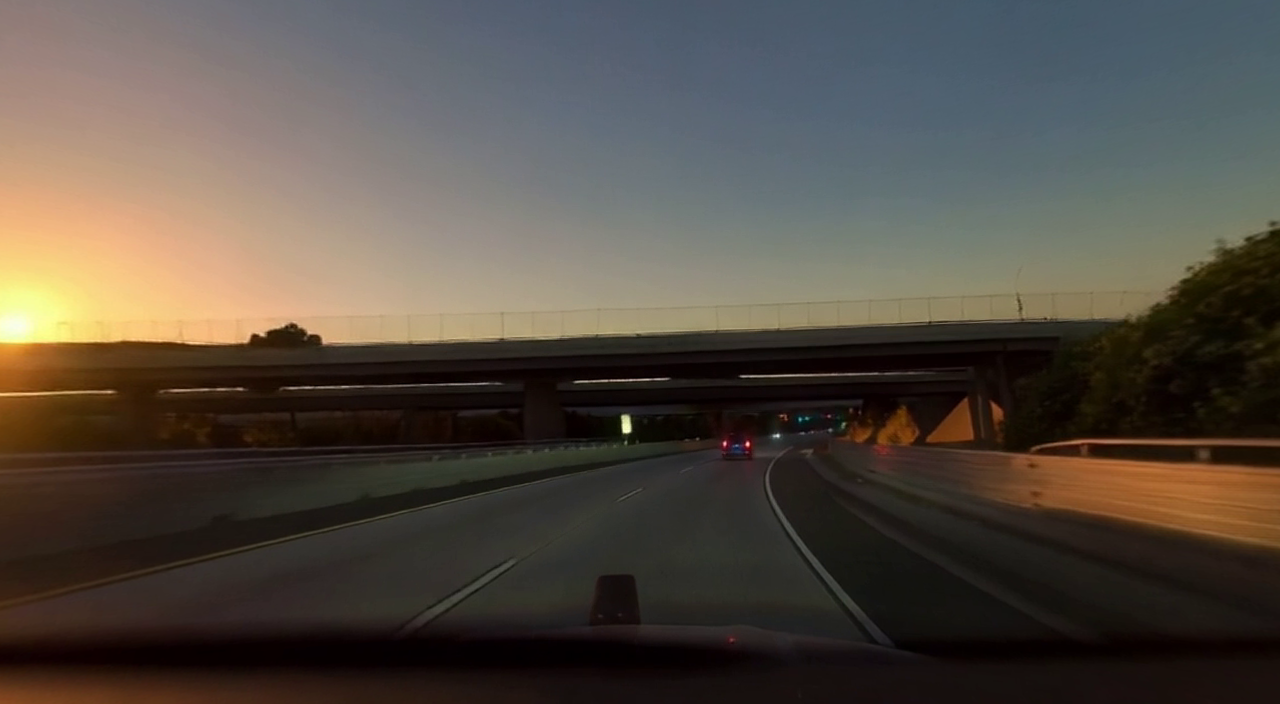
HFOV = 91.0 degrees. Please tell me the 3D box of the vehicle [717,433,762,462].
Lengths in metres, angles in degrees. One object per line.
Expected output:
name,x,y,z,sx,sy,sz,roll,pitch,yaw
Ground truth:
vehicle,5.332,5.045,33.309,2.028,1.440,3.970,-2,-9,13
